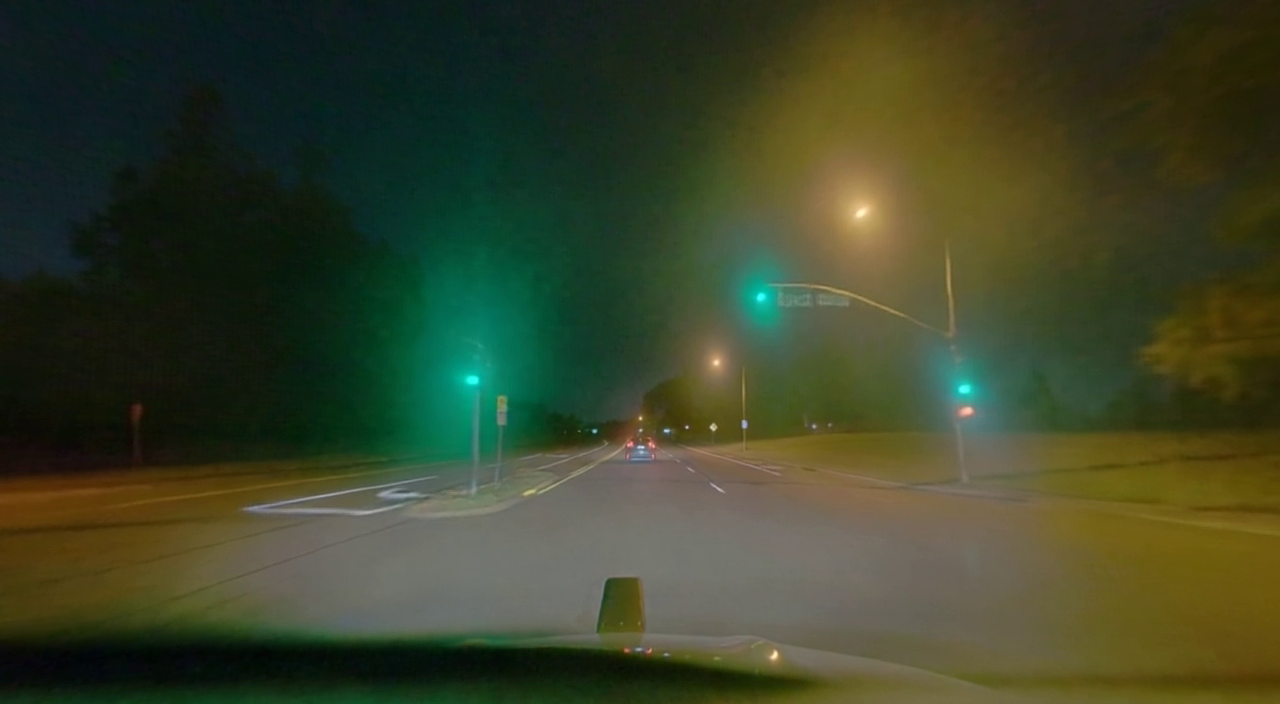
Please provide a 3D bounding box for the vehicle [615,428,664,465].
[{"bbox_3d":[-0.019,4.710,31.345,2.256,1.734,4.176,0,-8,0],"label":"vehicle"}]
